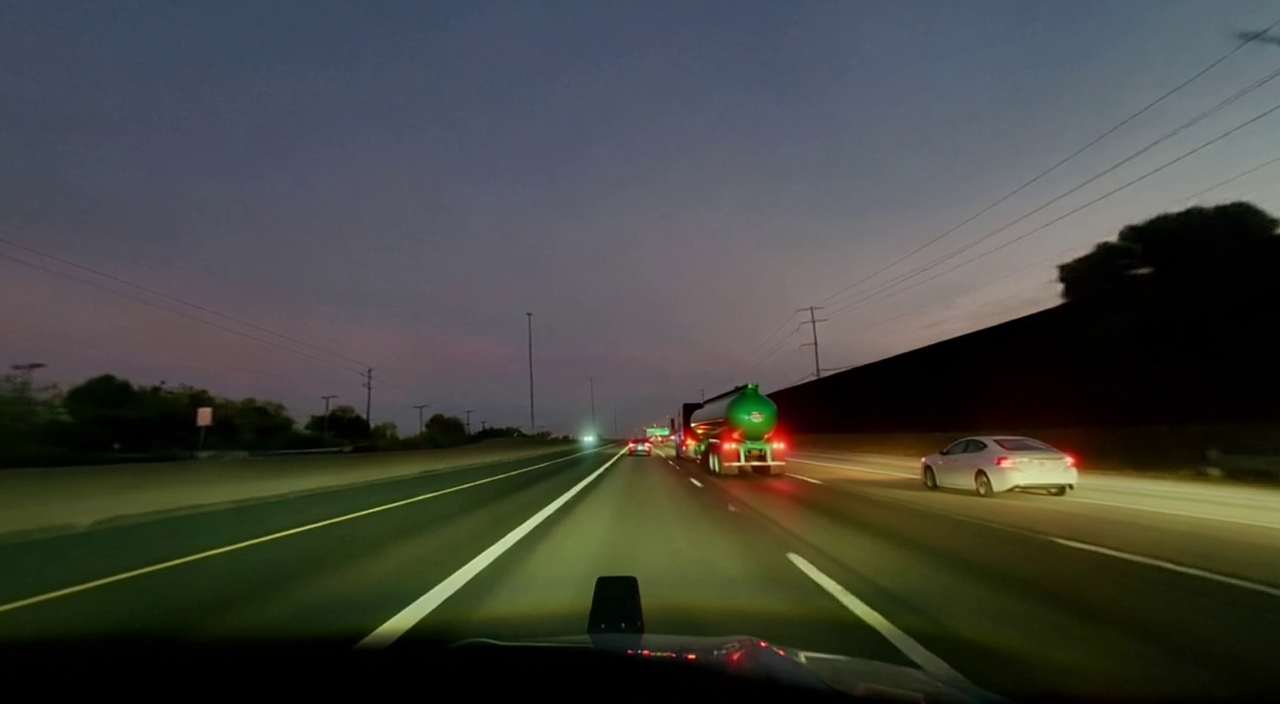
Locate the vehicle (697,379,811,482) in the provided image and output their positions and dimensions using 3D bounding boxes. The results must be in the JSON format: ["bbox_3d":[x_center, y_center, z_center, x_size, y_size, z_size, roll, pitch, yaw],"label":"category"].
[{"bbox_3d":[3.900,3.005,23.612,2.791,3.179,8.074,0,-8,0],"label":"vehicle"}]

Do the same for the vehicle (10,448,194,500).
[{"bbox_3d":[-17.564,3.953,21.006,1.932,1.493,4.728,0,-8,1],"label":"vehicle"}]

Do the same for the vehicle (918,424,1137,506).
[{"bbox_3d":[8.157,2.417,13.938,1.905,1.480,4.624,0,-8,0],"label":"vehicle"}]

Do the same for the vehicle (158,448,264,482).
[{"bbox_3d":[-21.076,5.536,31.271,1.866,1.490,4.776,0,-8,1],"label":"vehicle"}]
